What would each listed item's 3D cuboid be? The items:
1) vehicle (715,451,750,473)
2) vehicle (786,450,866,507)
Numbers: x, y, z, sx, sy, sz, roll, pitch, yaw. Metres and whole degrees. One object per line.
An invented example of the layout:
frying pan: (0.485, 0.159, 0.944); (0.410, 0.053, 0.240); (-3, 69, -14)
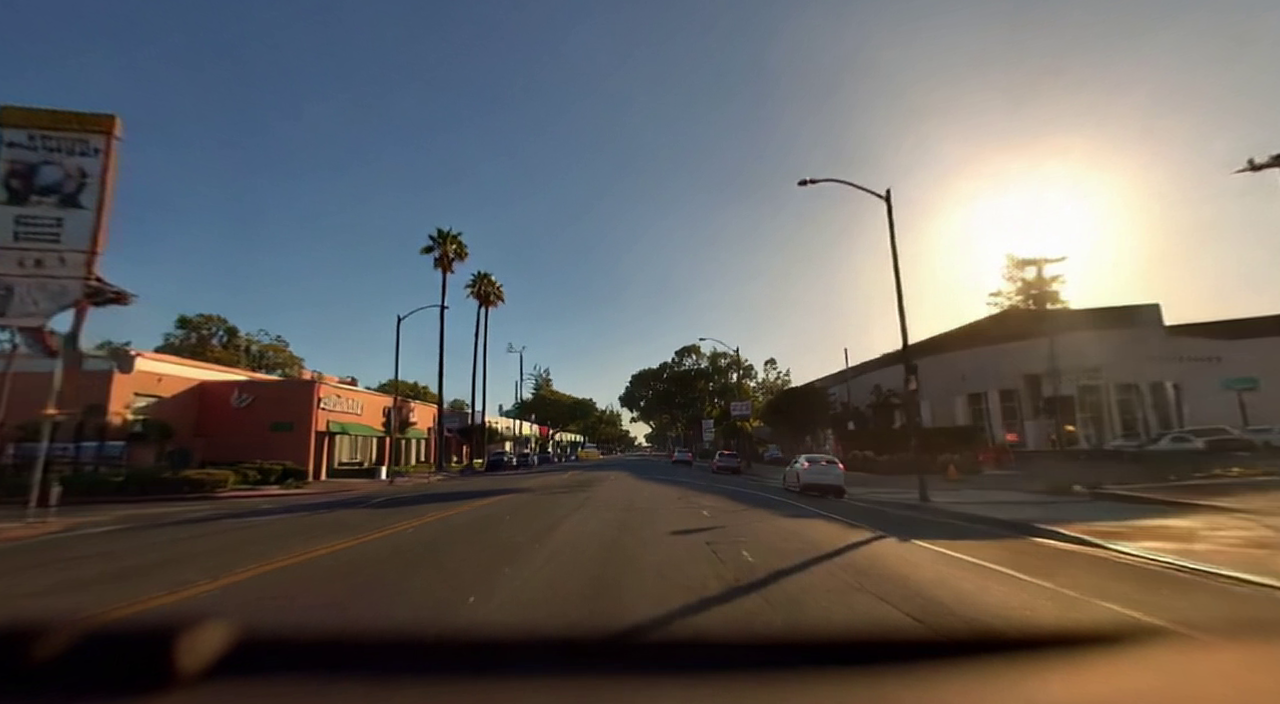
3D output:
vehicle: (6.777, 8.092, 46.781); (1.840, 1.503, 4.760); (0, -8, -1)
vehicle: (5.742, 3.805, 19.568); (2.067, 1.477, 4.653); (-2, -9, 16)
